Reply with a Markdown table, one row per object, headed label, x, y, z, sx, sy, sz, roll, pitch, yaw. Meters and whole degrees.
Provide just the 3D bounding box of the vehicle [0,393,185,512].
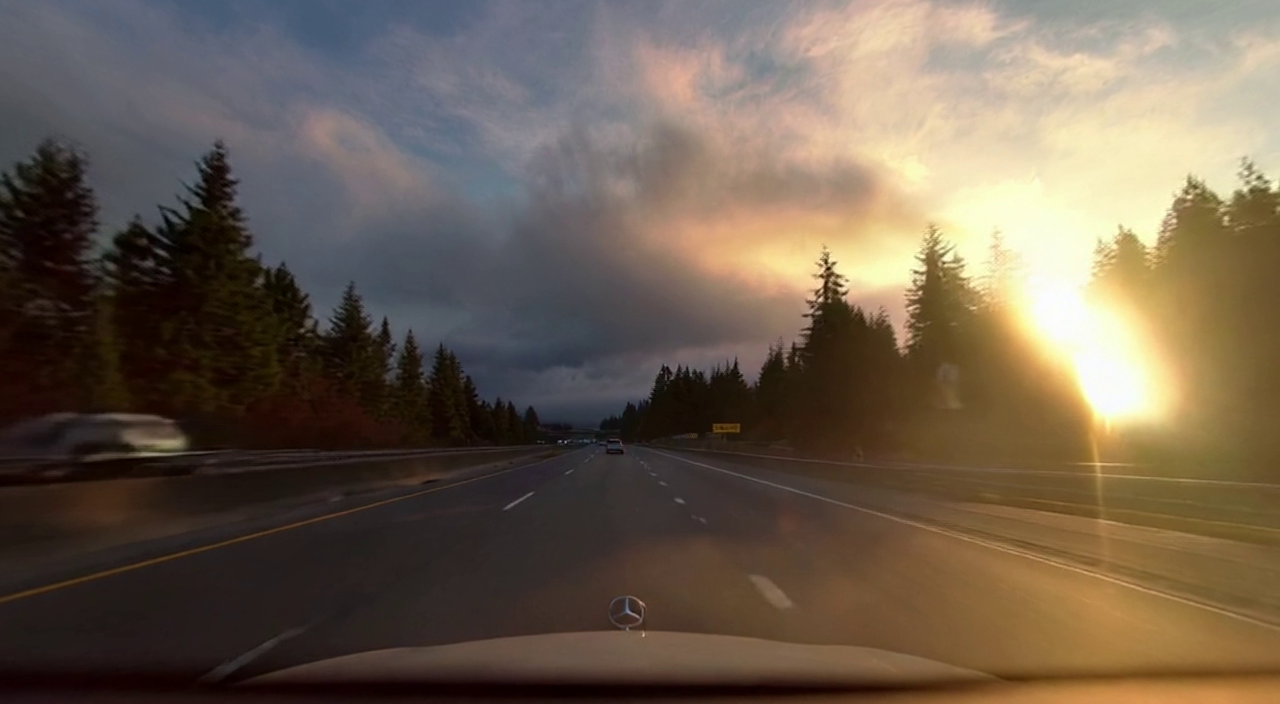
| label | x | y | z | sx | sy | sz | roll | pitch | yaw |
| --- | --- | --- | --- | --- | --- | --- | --- | --- | --- |
| vehicle | -10.483 | 1.670 | 10.521 | 1.991 | 1.748 | 5.095 | 0 | -8 | -1 |
